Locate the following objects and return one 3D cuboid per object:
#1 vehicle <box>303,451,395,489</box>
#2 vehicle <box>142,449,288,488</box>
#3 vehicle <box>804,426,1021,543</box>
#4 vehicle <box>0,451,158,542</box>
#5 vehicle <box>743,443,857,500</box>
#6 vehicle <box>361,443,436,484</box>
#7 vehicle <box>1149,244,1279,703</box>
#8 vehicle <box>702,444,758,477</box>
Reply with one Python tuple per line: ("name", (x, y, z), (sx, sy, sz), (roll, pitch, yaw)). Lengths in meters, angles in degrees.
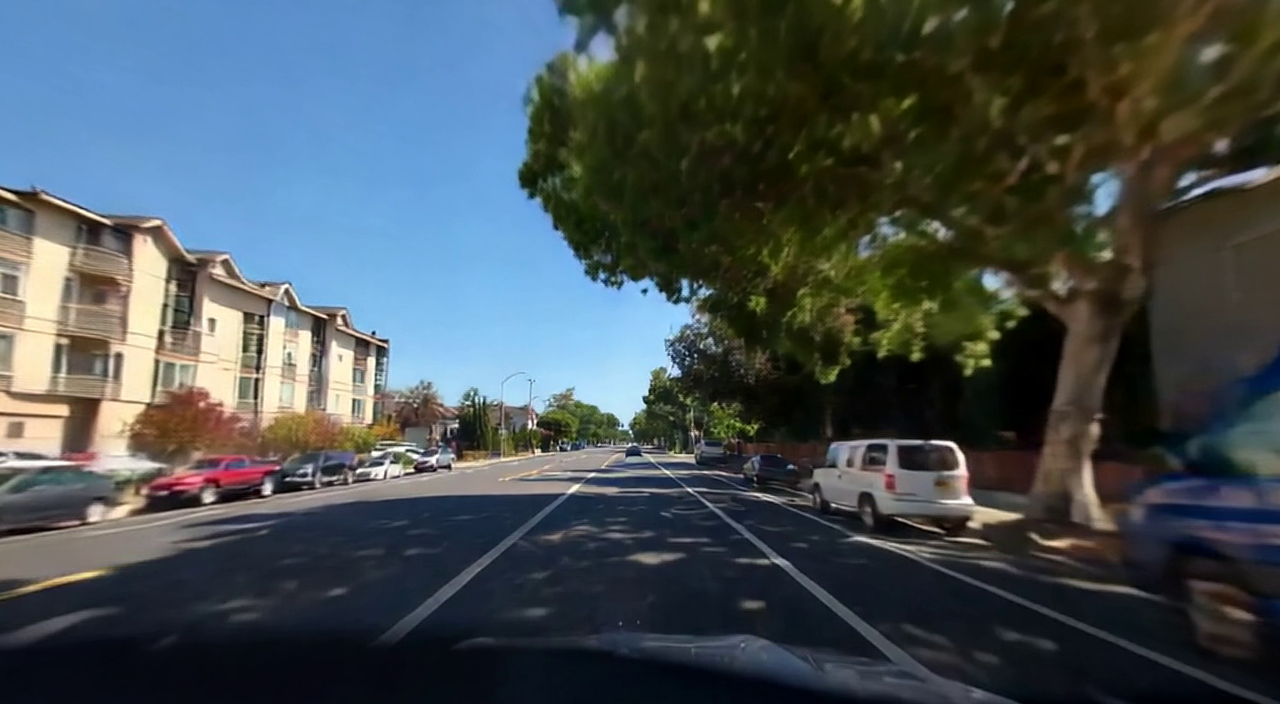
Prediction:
("vehicle", (-12.839, 5.218, 28.231), (1.954, 1.491, 4.633), (0, -8, -1))
("vehicle", (-17.464, 4.773, 26.099), (4.661, 1.523, 1.841), (0, -9, 0))
("vehicle", (4.664, 2.320, 11.765), (1.927, 1.718, 4.679), (0, -8, 0))
("vehicle", (-12.726, 2.945, 13.027), (1.880, 1.583, 4.652), (-4, -8, 1))
("vehicle", (4.606, 3.496, 18.984), (2.024, 1.491, 4.647), (0, -8, -3))
("vehicle", (-12.834, 5.915, 33.960), (2.149, 1.865, 5.247), (-3, -8, -2))
("vehicle", (4.939, 0.414, 1.442), (2.414, 2.670, 5.833), (0, -8, -3))
("vehicle", (4.385, 5.355, 31.480), (1.923, 1.493, 4.628), (0, -8, -2))
